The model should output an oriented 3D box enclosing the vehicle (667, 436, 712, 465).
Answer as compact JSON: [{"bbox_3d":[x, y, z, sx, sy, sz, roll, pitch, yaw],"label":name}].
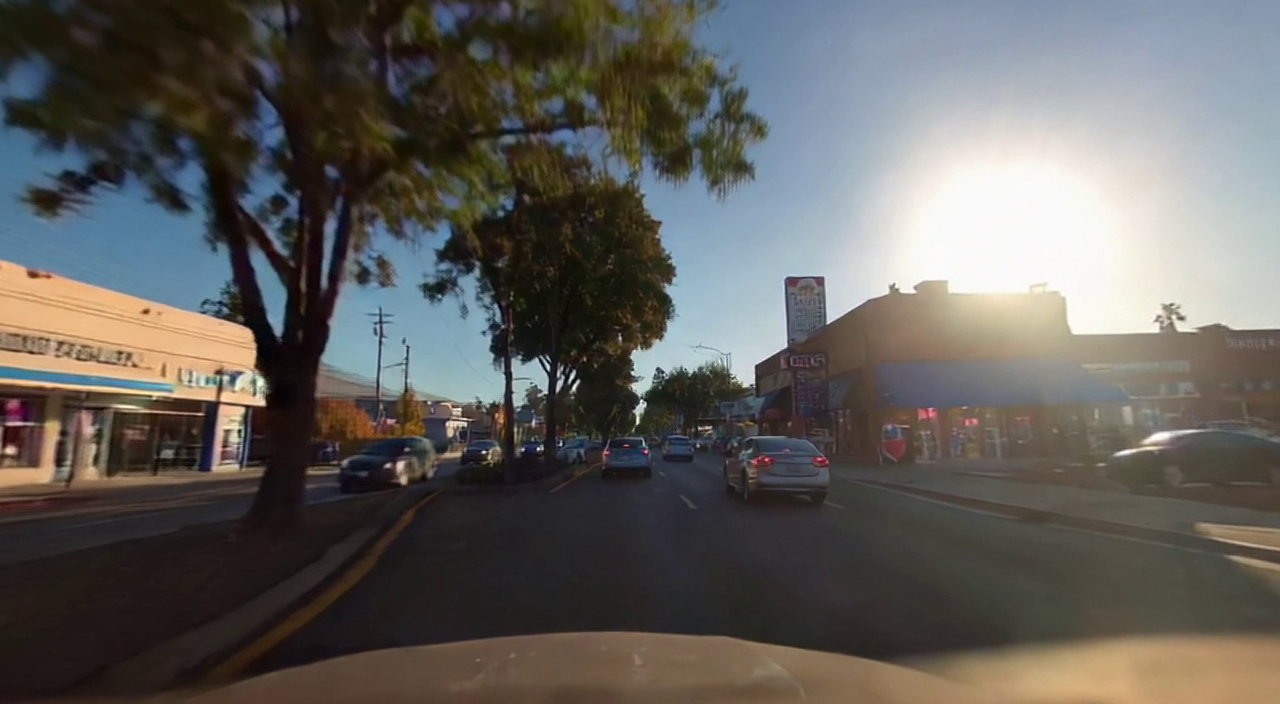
[{"bbox_3d":[2.732,5.539,35.773,2.098,1.527,3.966,0,-8,-2],"label":"vehicle"}]

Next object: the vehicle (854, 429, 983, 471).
[{"bbox_3d":[11.401,4.026,26.115,4.291,1.652,2.122,1,-8,-7],"label":"vehicle"}]

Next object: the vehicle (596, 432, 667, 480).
[{"bbox_3d":[-0.282,3.581,22.097,2.232,1.508,4.319,0,-8,-1],"label":"vehicle"}]

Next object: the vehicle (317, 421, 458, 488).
[{"bbox_3d":[-8.257,3.428,21.491,2.320,1.949,5.755,0,-8,1],"label":"vehicle"}]

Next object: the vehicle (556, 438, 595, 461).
[{"bbox_3d":[-4.415,6.709,43.745,2.129,1.459,4.358,0,-8,2],"label":"vehicle"}]

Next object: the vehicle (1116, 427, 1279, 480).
[{"bbox_3d":[17.521,3.158,19.895,1.772,1.478,4.381,0,-8,2],"label":"vehicle"}]

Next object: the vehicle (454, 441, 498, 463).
[{"bbox_3d":[-11.653,7.124,45.166,1.919,1.497,4.565,0,-8,0],"label":"vehicle"}]

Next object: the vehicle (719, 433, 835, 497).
[{"bbox_3d":[3.454,2.927,16.859,2.060,1.471,4.168,0,-8,-1],"label":"vehicle"}]
